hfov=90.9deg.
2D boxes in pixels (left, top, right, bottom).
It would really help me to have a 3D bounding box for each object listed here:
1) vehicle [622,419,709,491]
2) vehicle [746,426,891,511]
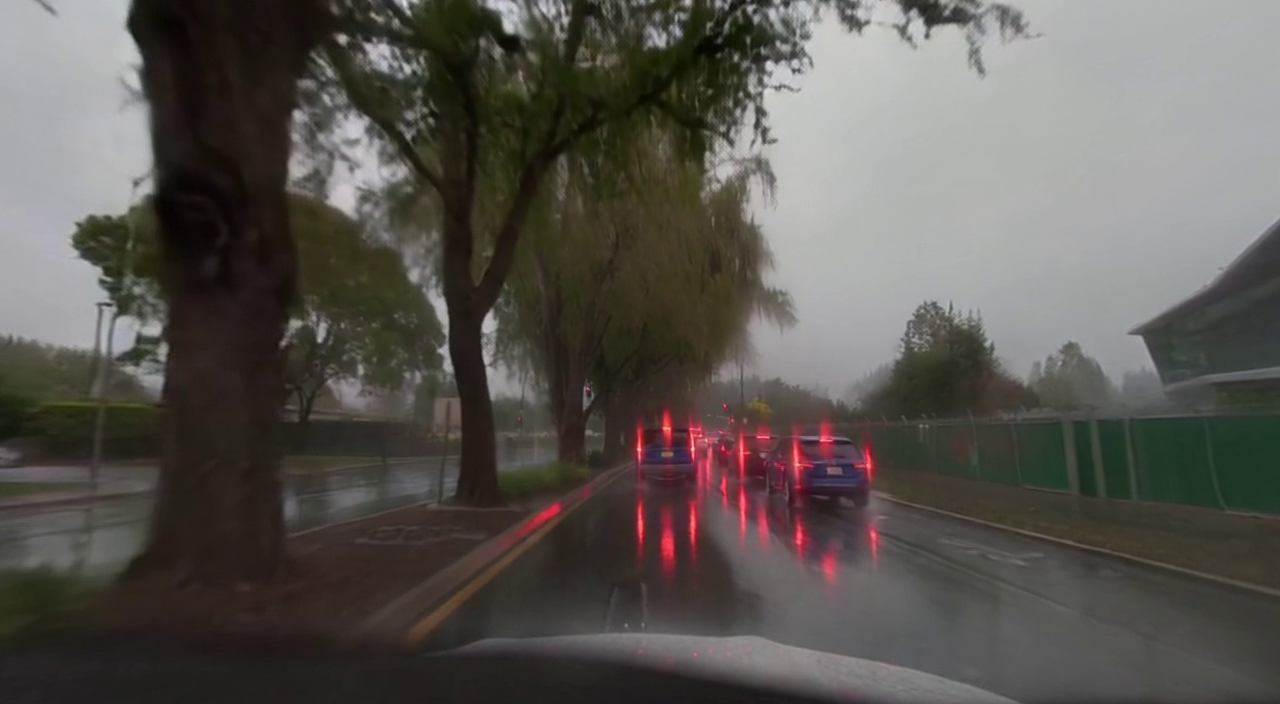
[{"bbox_3d":[0.770,3.141,19.451,2.386,1.947,4.168,-1,-9,2],"label":"vehicle"},{"bbox_3d":[4.035,2.741,15.295,2.138,1.699,4.852,0,-9,1],"label":"vehicle"}]
